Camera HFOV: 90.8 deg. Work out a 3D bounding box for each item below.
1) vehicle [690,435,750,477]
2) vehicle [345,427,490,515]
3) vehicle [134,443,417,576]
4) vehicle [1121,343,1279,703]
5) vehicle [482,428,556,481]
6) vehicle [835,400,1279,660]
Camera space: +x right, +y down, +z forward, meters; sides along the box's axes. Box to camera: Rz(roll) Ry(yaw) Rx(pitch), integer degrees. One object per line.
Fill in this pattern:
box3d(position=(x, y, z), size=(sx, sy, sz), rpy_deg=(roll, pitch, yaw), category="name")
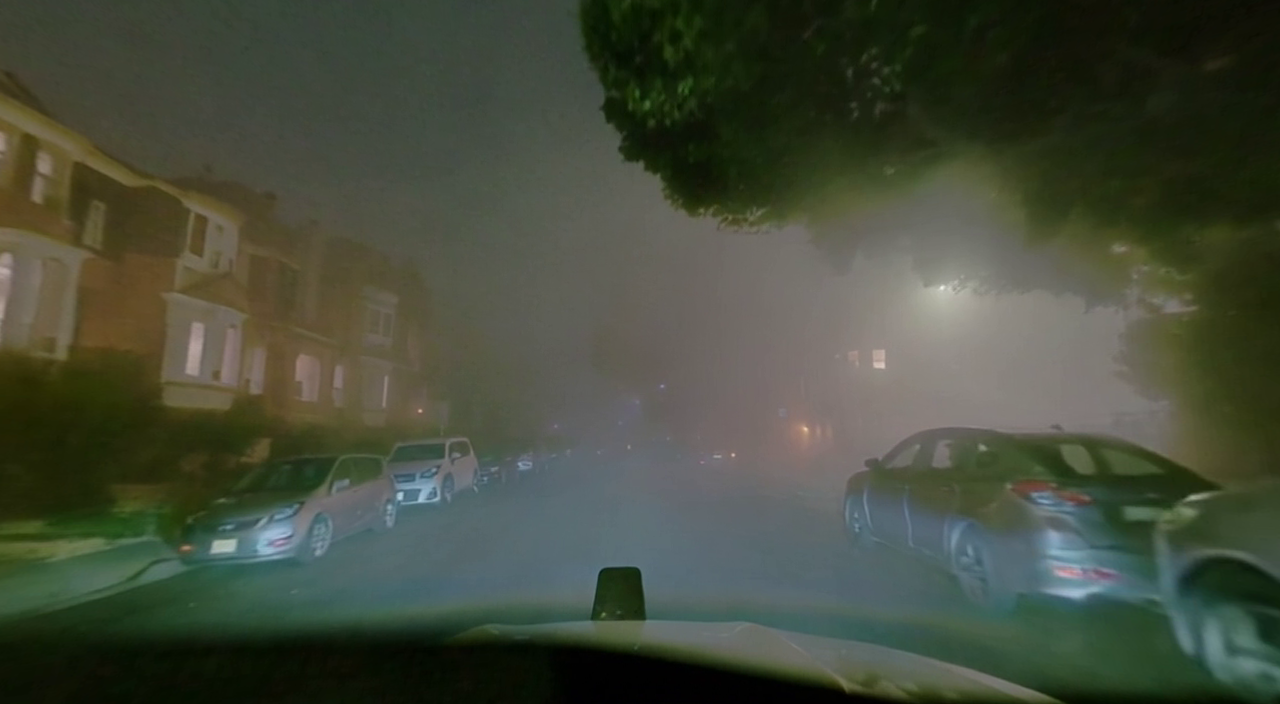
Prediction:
box3d(position=(3.507, 4.660, 28.615), size=(1.994, 1.710, 4.699), rpy_deg=(0, -8, -1), category="vehicle")
box3d(position=(-5.302, 2.884, 15.871), size=(2.042, 1.850, 4.758), rpy_deg=(0, -8, -2), category="vehicle")
box3d(position=(-4.972, 2.136, 9.528), size=(1.901, 1.486, 4.422), rpy_deg=(1, -8, -5), category="vehicle")
box3d(position=(3.804, 0.615, 1.033), size=(2.121, 1.778, 4.916), rpy_deg=(0, -8, 0), category="vehicle")
box3d(position=(-5.263, 4.566, 28.417), size=(2.390, 2.123, 5.371), rpy_deg=(0, -8, -2), category="vehicle")
box3d(position=(3.787, 1.484, 6.463), size=(1.989, 1.652, 4.662), rpy_deg=(0, -8, -1), category="vehicle")
